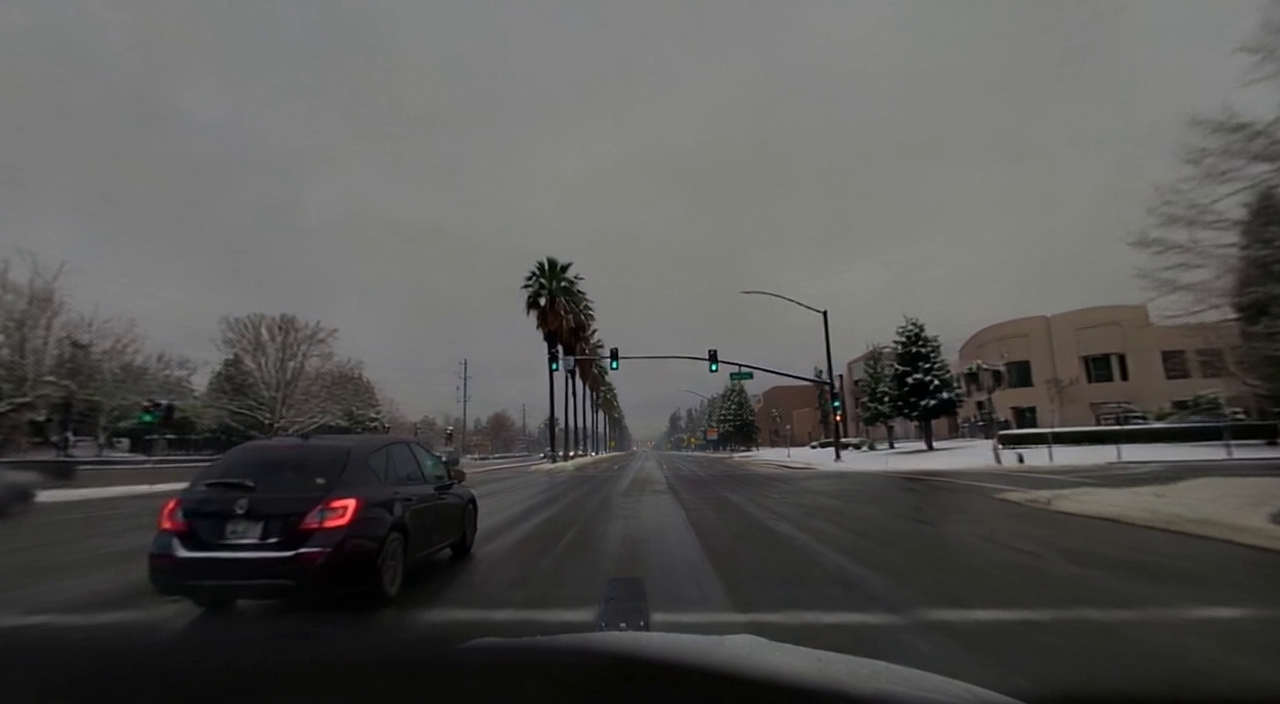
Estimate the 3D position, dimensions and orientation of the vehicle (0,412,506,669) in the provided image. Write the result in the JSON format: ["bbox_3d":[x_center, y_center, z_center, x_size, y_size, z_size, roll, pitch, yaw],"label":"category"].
[{"bbox_3d":[-3.014,1.504,6.322,2.162,1.549,4.795,0,-8,1],"label":"vehicle"}]
